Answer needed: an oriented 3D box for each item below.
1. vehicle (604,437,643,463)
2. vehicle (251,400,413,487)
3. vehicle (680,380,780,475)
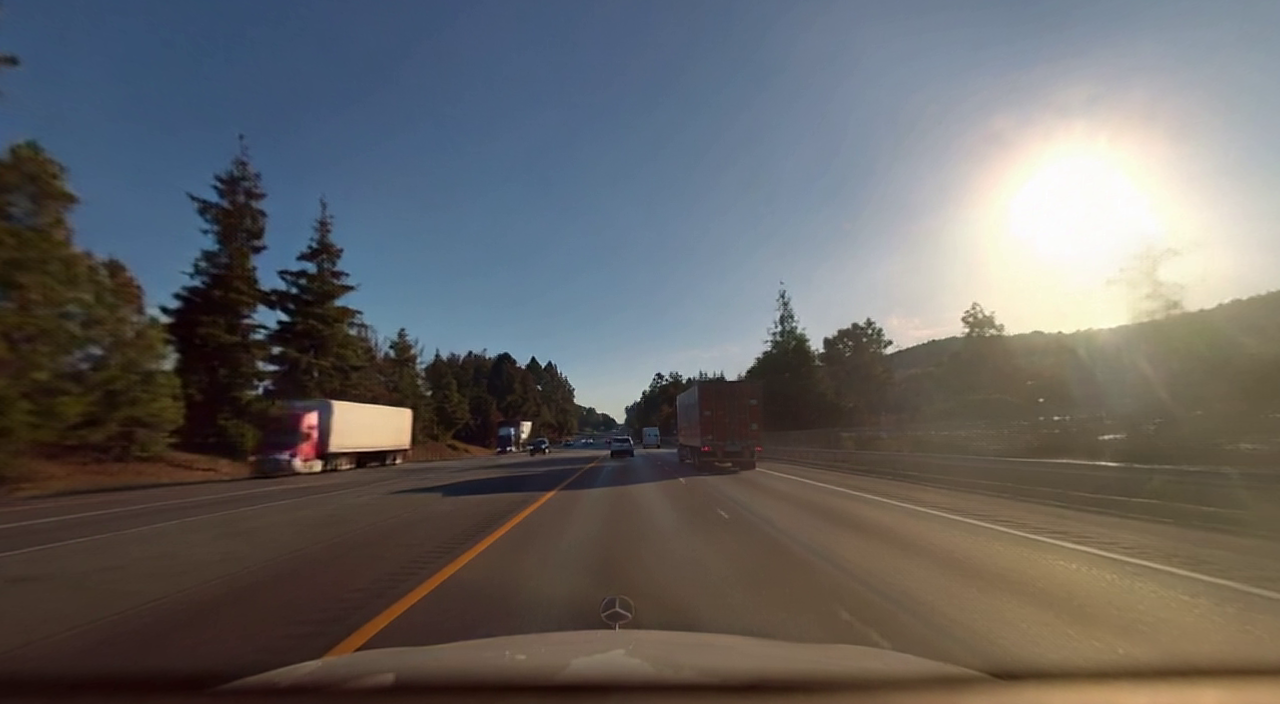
[{"bbox_3d":[-0.962,5.883,38.234,2.259,1.466,3.693,0,-8,-1],"label":"vehicle"},{"bbox_3d":[-14.105,4.294,30.148,2.961,3.458,9.579,0,-8,-1],"label":"vehicle"},{"bbox_3d":[3.577,3.328,27.505,2.921,3.526,8.207,0,-8,-2],"label":"vehicle"}]
